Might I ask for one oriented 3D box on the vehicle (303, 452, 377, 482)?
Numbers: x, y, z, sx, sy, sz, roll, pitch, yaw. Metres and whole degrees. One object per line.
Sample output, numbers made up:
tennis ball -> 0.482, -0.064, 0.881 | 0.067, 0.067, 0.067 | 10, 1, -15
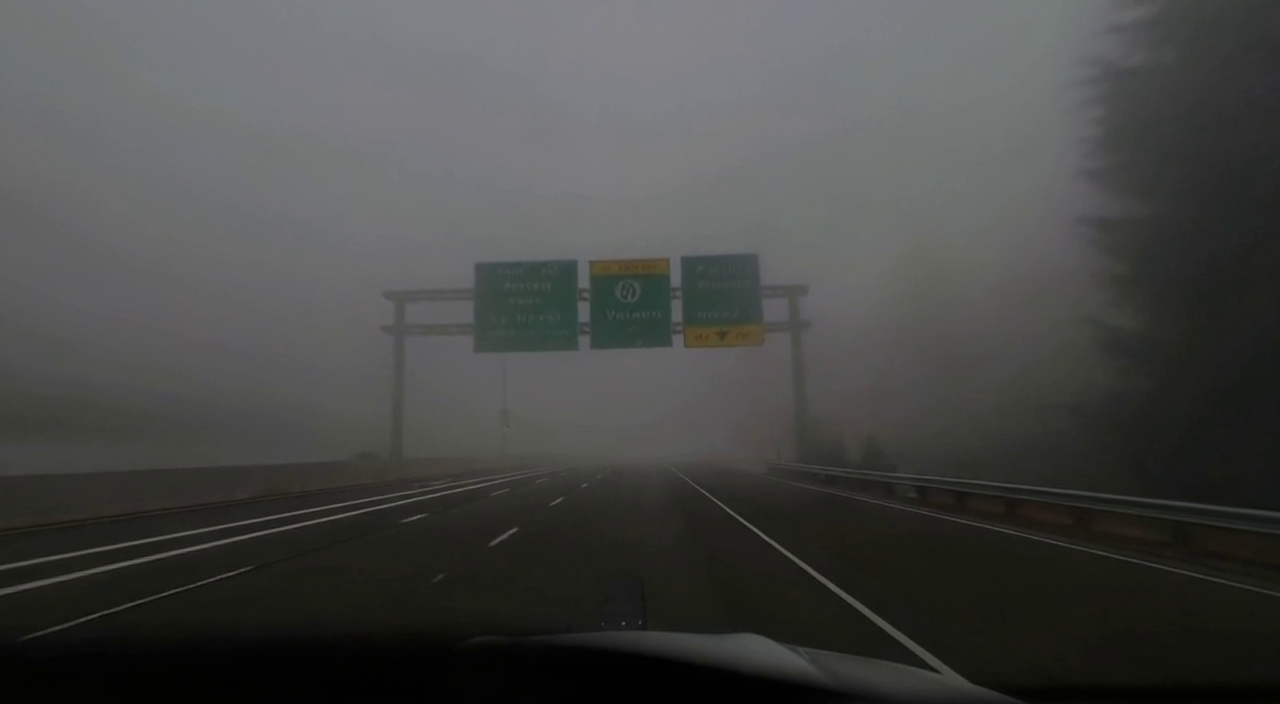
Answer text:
vehicle -> -16.759, 6.428, 35.471 | 1.889, 1.542, 4.553 | 0, -9, 0
